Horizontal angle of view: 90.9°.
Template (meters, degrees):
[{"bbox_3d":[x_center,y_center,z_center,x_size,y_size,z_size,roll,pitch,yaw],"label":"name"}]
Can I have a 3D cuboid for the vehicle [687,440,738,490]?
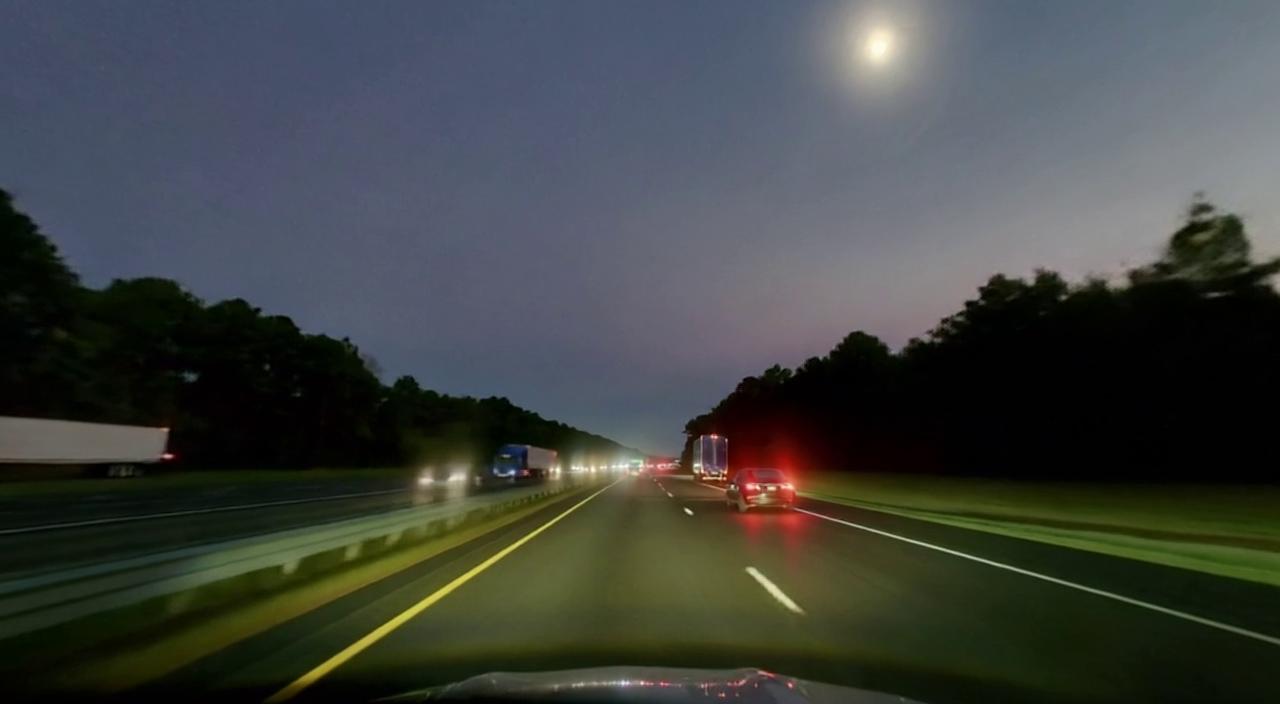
[{"bbox_3d":[4.661,7.493,41.759,2.563,2.975,6.941,1,-10,0],"label":"vehicle"}]

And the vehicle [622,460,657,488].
[{"bbox_3d":[-0.018,8.144,42.032,2.212,1.717,4.452,0,-10,1],"label":"vehicle"}]

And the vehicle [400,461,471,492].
[{"bbox_3d":[-10.816,6.639,33.743,2.068,1.507,4.692,0,-10,3],"label":"vehicle"}]

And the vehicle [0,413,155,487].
[{"bbox_3d":[-35.108,5.554,35.317,3.222,3.828,16.663,1,-10,-2],"label":"vehicle"}]

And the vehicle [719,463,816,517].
[{"bbox_3d":[4.056,4.498,21.004,2.073,1.532,4.969,1,-10,-2],"label":"vehicle"}]
